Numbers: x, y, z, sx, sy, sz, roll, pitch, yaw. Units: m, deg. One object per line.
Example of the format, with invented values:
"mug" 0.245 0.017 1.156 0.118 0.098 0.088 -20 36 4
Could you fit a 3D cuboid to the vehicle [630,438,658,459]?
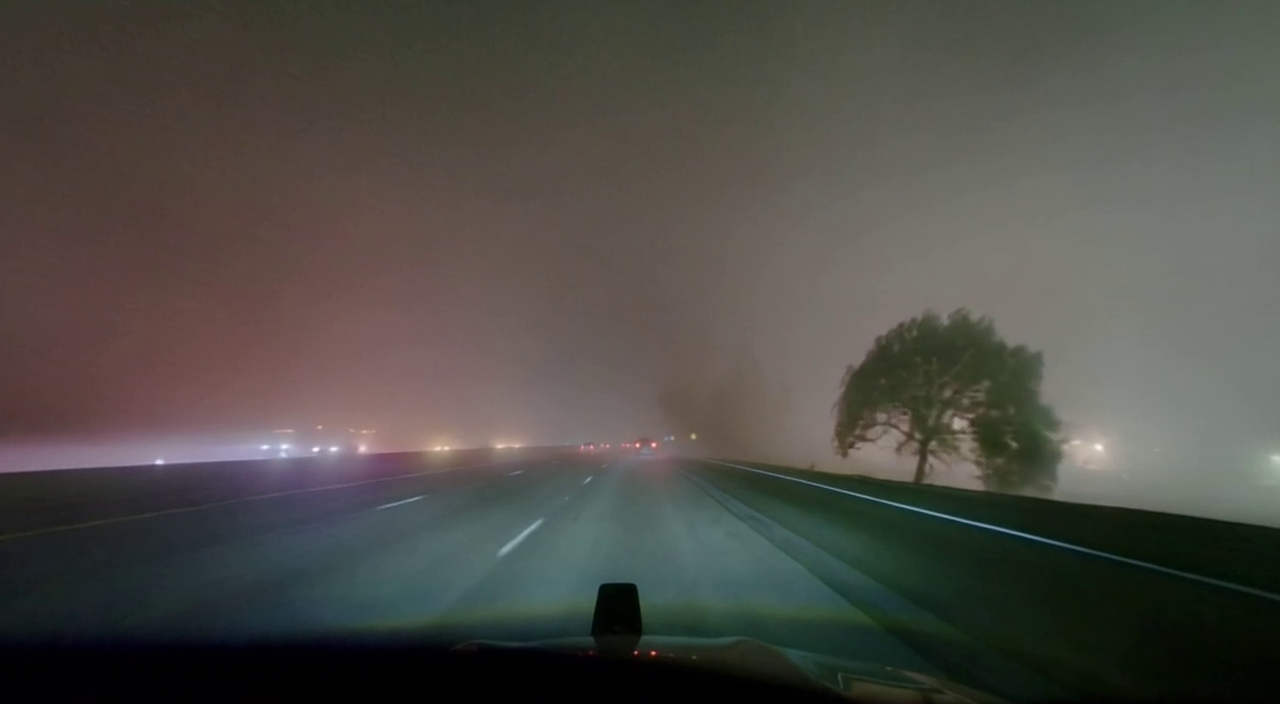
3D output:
"vehicle" 0.284 7.487 49.027 2.021 1.528 4.154 0 -8 -1
